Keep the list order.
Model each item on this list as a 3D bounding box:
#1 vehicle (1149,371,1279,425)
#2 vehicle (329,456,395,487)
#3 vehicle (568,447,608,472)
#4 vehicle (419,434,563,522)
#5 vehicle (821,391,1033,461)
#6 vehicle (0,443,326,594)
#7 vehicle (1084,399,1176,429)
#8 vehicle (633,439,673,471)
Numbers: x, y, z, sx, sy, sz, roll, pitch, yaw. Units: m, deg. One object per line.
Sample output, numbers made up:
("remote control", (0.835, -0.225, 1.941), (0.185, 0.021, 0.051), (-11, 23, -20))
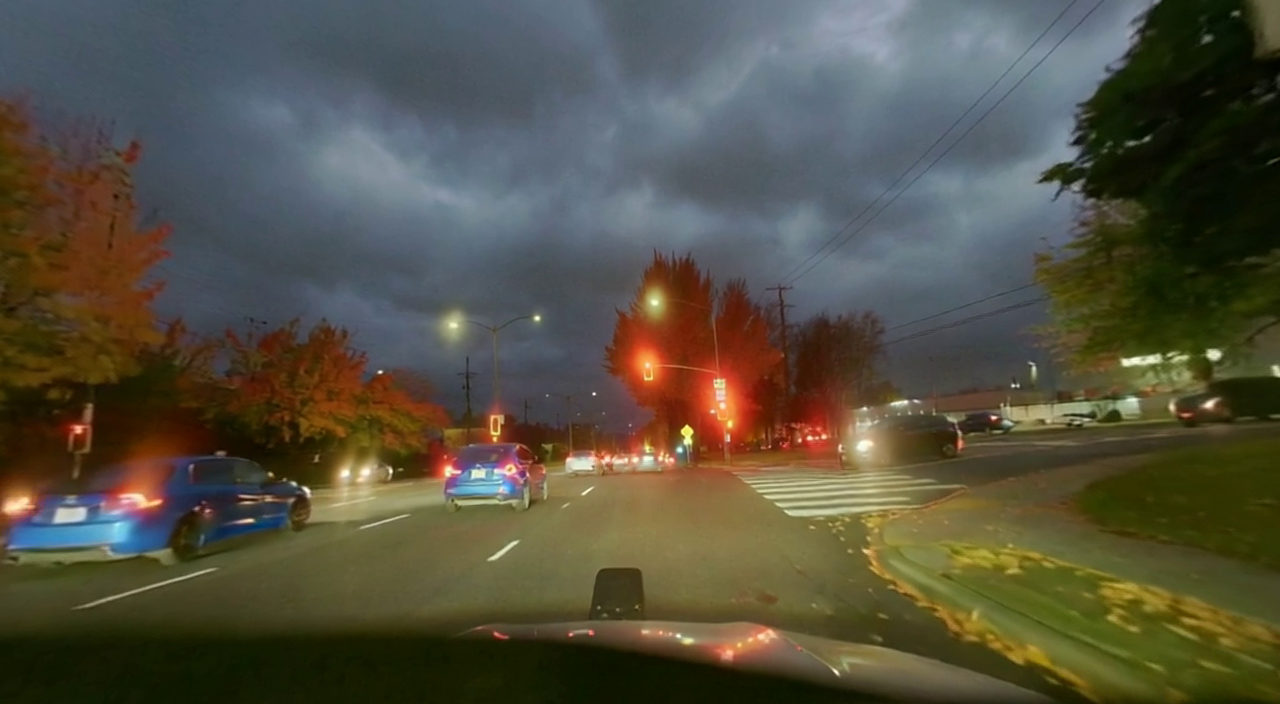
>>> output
("vehicle", (21.765, 1.715, 22.880), (4.625, 1.760, 2.065), (1, -8, 3))
("vehicle", (-18.559, 7.951, 42.325), (2.031, 1.818, 4.887), (1, -8, 2))
("vehicle", (-3.301, 6.926, 40.762), (2.068, 1.482, 4.490), (1, -8, 2))
("vehicle", (-3.183, 2.782, 14.581), (2.085, 1.663, 4.513), (1, -8, 2))
("vehicle", (10.188, 2.711, 22.774), (6.464, 2.280, 2.483), (1, -8, -4))
("vehicle", (-6.670, 2.147, 9.117), (1.932, 1.596, 4.247), (1, -8, 1))
("vehicle", (33.073, 4.221, 42.634), (1.936, 1.662, 4.334), (0, -9, -30))
("vehicle", (0.706, 5.906, 36.300), (2.144, 1.704, 4.028), (1, -8, 0))
